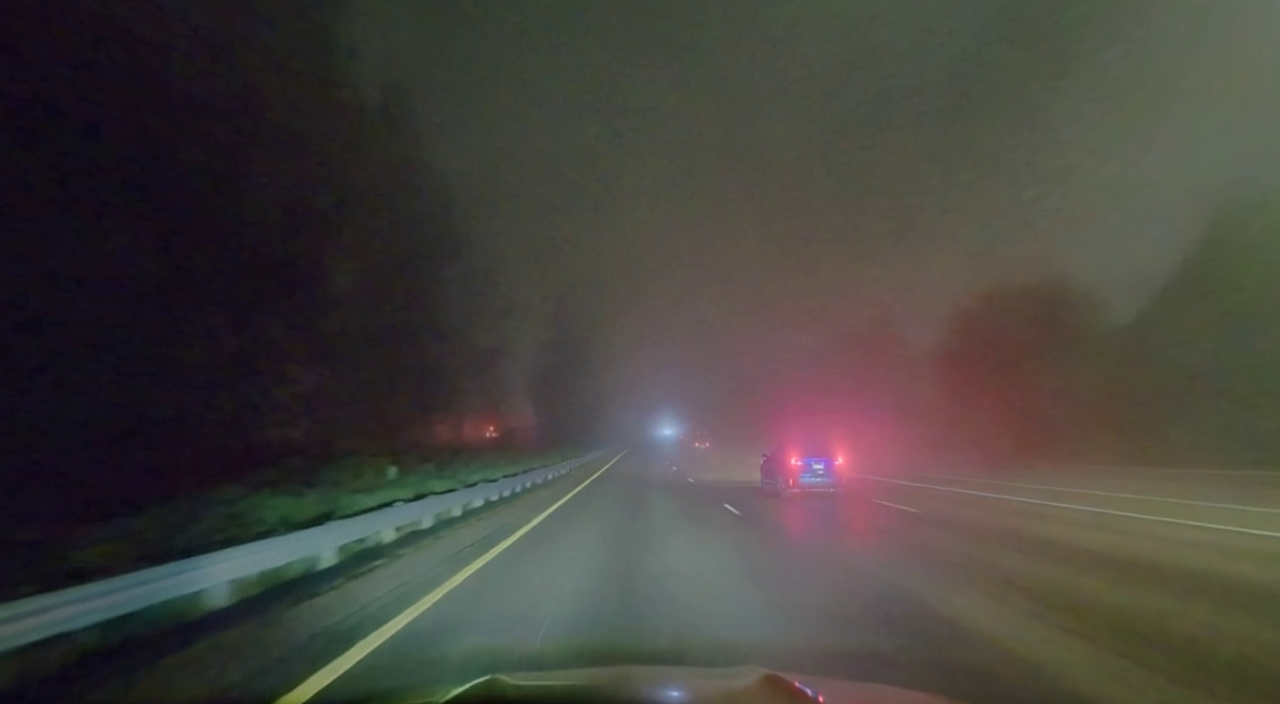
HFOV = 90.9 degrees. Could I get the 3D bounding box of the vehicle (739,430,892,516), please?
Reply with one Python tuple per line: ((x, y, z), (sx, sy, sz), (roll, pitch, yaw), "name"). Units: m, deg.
((3.570, 2.554, 13.800), (2.050, 1.546, 4.344), (0, -9, -1), "vehicle")
